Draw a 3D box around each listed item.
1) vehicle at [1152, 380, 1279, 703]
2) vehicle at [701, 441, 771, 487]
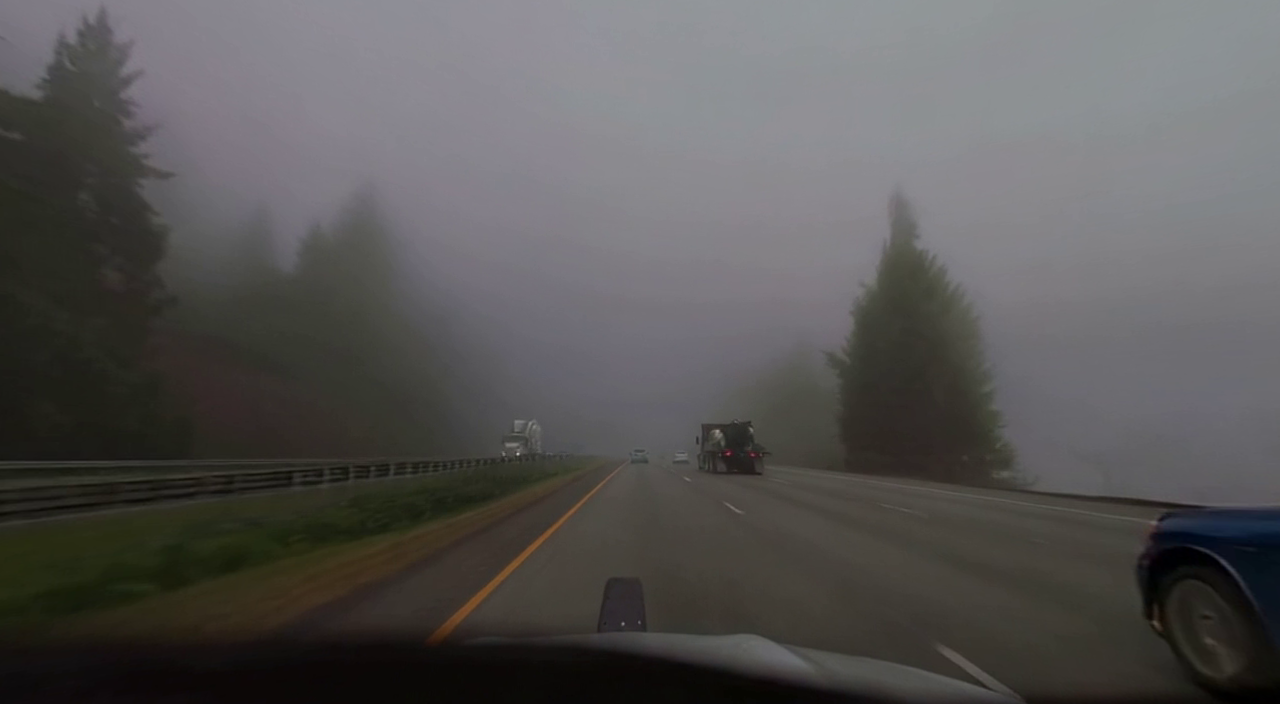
[{"bbox_3d":[3.878,0.719,1.434,2.005,1.604,4.002,0,-9,0],"label":"vehicle"},{"bbox_3d":[3.651,4.368,24.832,2.022,1.658,4.132,0,-9,-1],"label":"vehicle"}]
